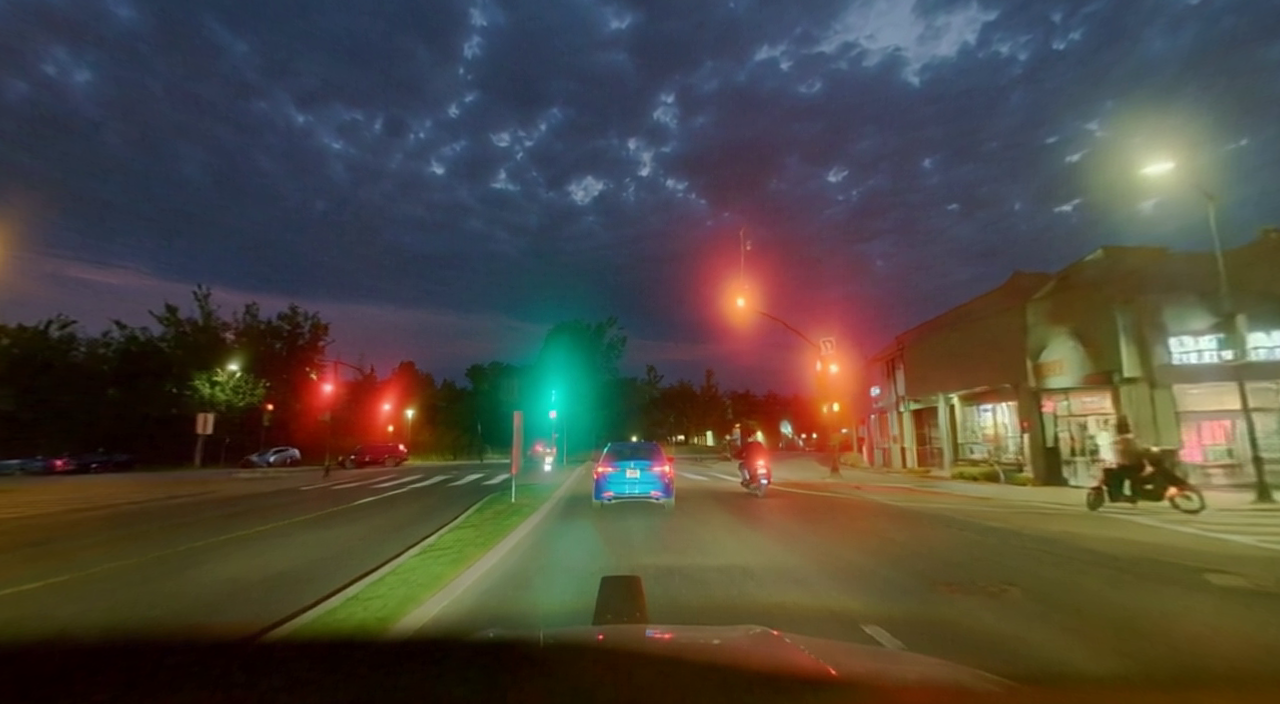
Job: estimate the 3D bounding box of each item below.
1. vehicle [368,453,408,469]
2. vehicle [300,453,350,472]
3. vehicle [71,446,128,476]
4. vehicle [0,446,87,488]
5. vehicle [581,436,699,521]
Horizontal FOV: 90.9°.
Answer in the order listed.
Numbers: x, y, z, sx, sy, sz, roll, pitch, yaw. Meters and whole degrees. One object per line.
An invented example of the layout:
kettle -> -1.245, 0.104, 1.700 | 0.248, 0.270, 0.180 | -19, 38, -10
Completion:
vehicle -> -19.903, 8.576, 49.811 | 1.259, 1.181, 2.744 | -4, -9, 24
vehicle -> -22.456, 7.867, 44.993 | 1.433, 1.269, 2.779 | -5, -10, 29
vehicle -> -41.681, 8.360, 48.574 | 4.948, 2.124, 2.261 | -7, -11, 39
vehicle -> -28.439, 5.319, 29.432 | 4.653, 1.795, 2.163 | -5, -9, 26
vehicle -> -0.069, 2.574, 13.362 | 2.118, 1.480, 3.949 | 0, -8, -2
